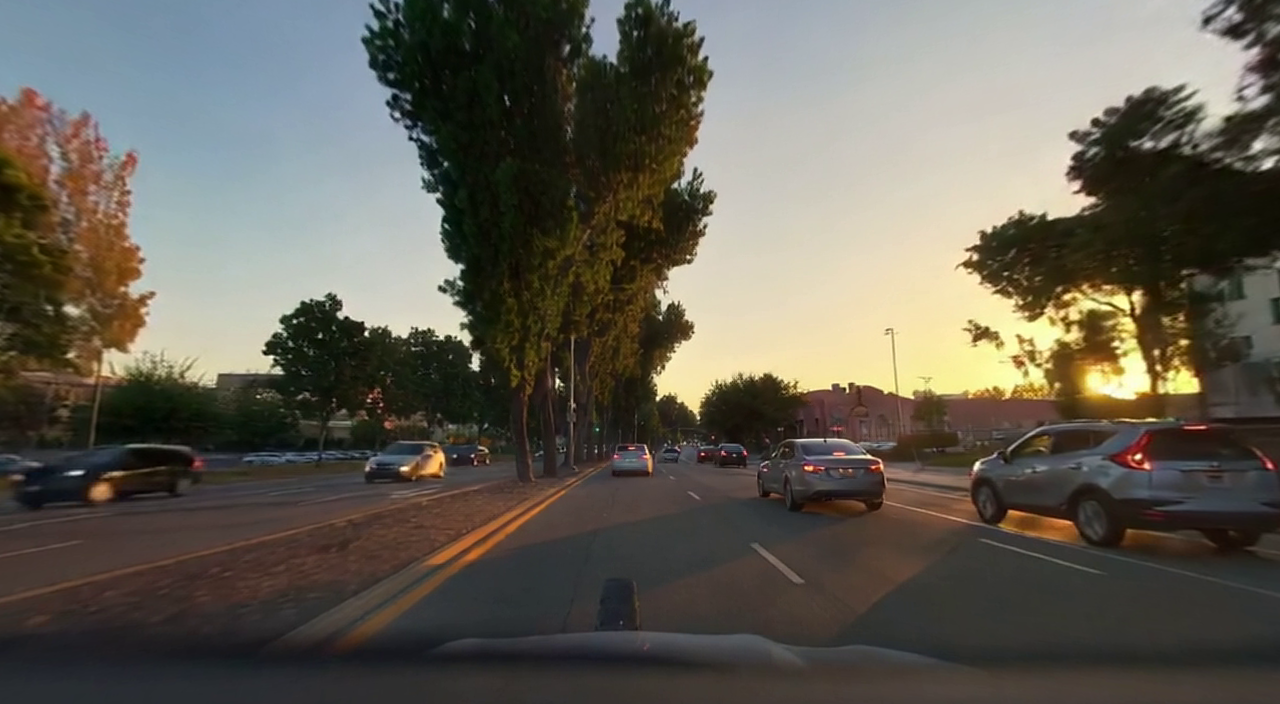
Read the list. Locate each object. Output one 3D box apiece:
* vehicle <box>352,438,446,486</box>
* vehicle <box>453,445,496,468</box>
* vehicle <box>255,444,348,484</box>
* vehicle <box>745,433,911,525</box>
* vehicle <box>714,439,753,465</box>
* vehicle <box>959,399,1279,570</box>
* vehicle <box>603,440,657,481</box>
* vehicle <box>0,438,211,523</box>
[{"bbox_3d":[-9.438,4.336,25.183,1.950,1.717,4.299,-1,-9,1],"label":"vehicle"},{"bbox_3d":[-12.517,7.912,48.075,1.973,1.674,4.492,-1,-9,1],"label":"vehicle"},{"bbox_3d":[-16.947,5.588,31.972,1.983,1.828,4.833,-1,-9,1],"label":"vehicle"},{"bbox_3d":[3.416,2.391,12.438,1.858,1.466,4.230,0,-9,-2],"label":"vehicle"},{"bbox_3d":[6.937,7.483,47.297,2.068,1.779,4.567,0,-9,-2],"label":"vehicle"},{"bbox_3d":[6.913,1.761,9.123,2.134,1.810,4.590,0,-9,-1],"label":"vehicle"},{"bbox_3d":[-0.400,4.280,25.106,1.994,1.479,3.647,0,-9,-1],"label":"vehicle"},{"bbox_3d":[-13.179,3.041,15.516,2.029,1.737,4.471,-1,-9,1],"label":"vehicle"}]
